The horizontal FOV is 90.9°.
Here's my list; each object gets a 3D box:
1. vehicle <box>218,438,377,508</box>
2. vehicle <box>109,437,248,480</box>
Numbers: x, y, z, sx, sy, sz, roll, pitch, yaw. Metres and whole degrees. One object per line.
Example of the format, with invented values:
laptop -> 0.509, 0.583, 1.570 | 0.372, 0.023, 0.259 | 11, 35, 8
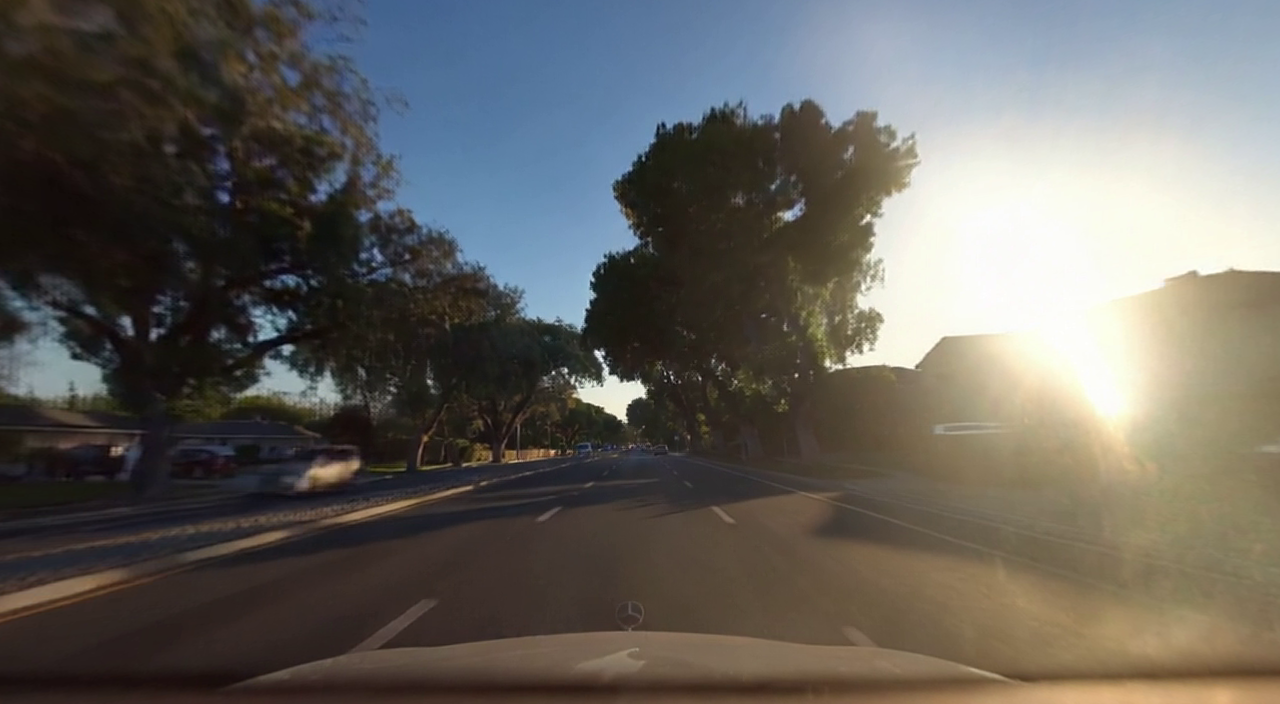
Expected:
vehicle -> -9.479, 3.359, 18.018 | 2.009, 1.709, 4.664 | 0, -8, -1
vehicle -> -24.362, 5.623, 33.441 | 5.636, 1.965, 2.262 | -2, -7, 1
